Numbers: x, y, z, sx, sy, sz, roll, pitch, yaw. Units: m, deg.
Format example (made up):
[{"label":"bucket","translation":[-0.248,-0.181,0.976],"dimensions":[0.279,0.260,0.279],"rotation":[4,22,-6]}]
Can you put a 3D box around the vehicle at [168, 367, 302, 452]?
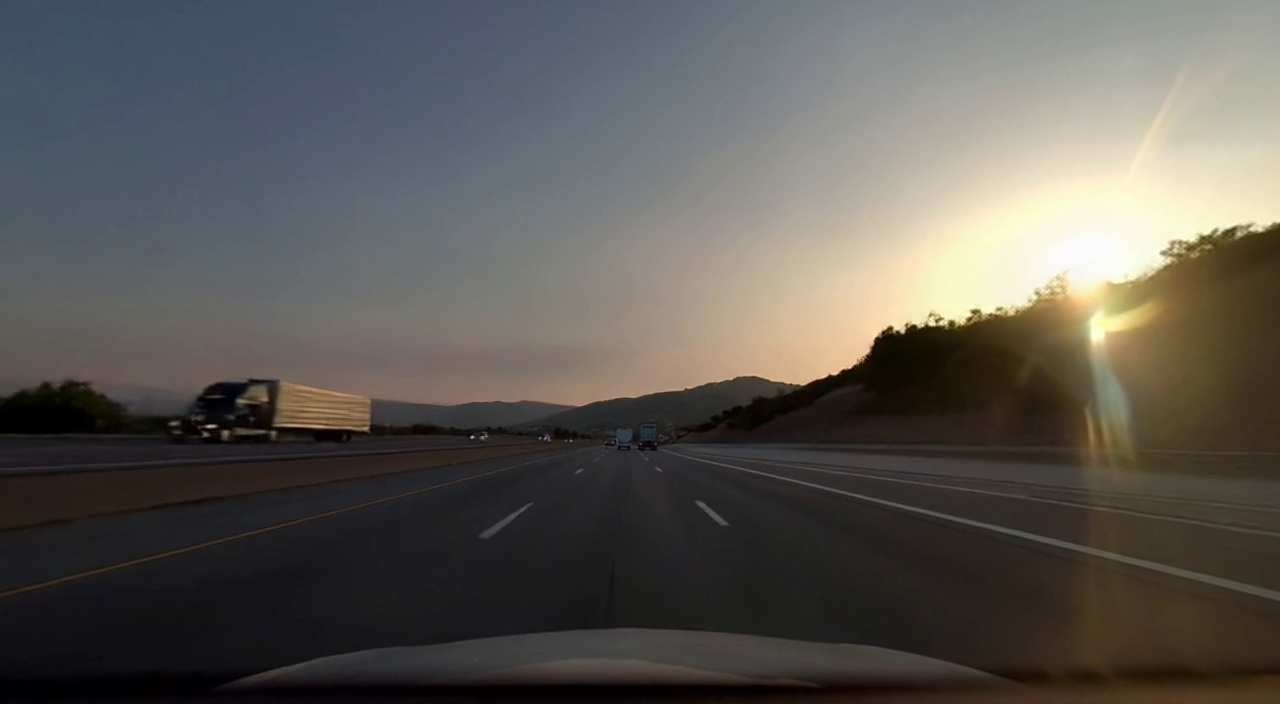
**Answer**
[{"label":"vehicle","translation":[-20.685,3.120,32.694],"dimensions":[2.996,3.968,5.878],"rotation":[0,-8,-1]}]
